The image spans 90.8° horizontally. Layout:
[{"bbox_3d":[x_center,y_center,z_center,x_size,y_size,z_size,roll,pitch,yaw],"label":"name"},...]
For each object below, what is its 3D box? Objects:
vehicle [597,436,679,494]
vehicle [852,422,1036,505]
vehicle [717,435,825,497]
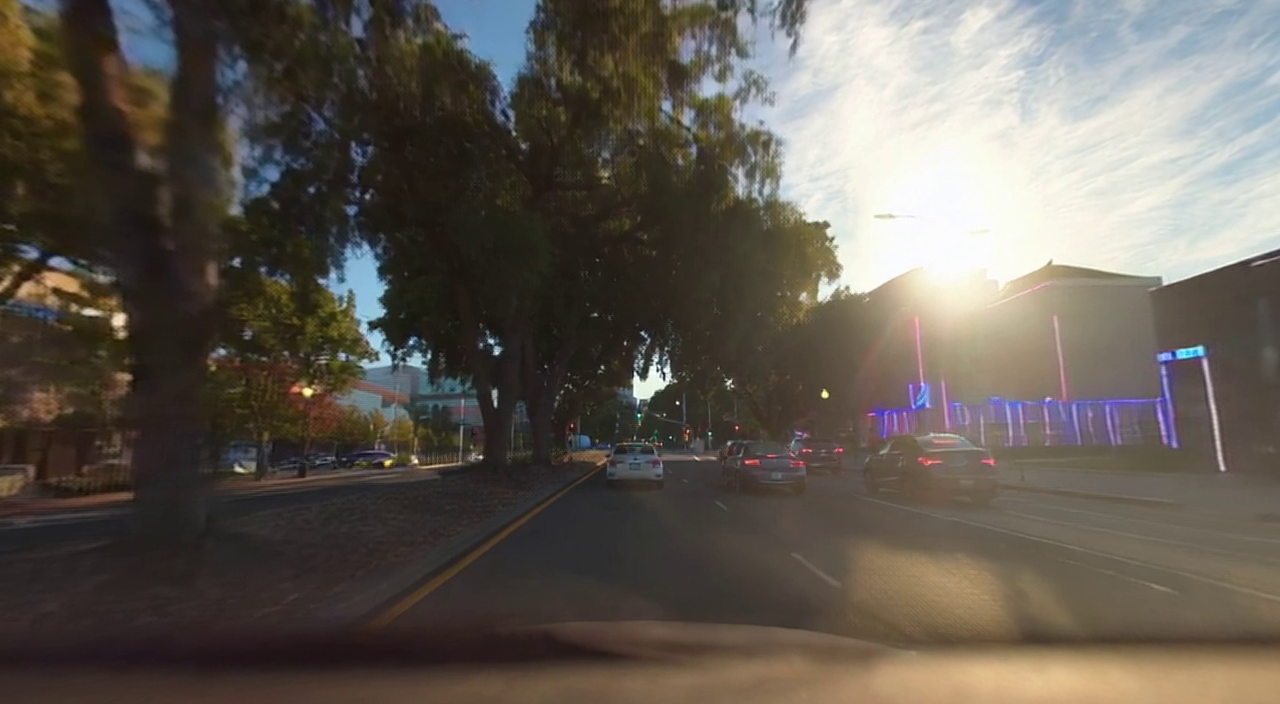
[{"bbox_3d":[-0.091,3.186,18.227,2.101,1.444,4.248,0,-9,-1],"label":"vehicle"},{"bbox_3d":[7.186,2.701,15.664,2.052,1.708,4.842,0,-9,-1],"label":"vehicle"},{"bbox_3d":[3.431,3.068,17.383,1.993,1.477,4.240,0,-9,-1],"label":"vehicle"}]
